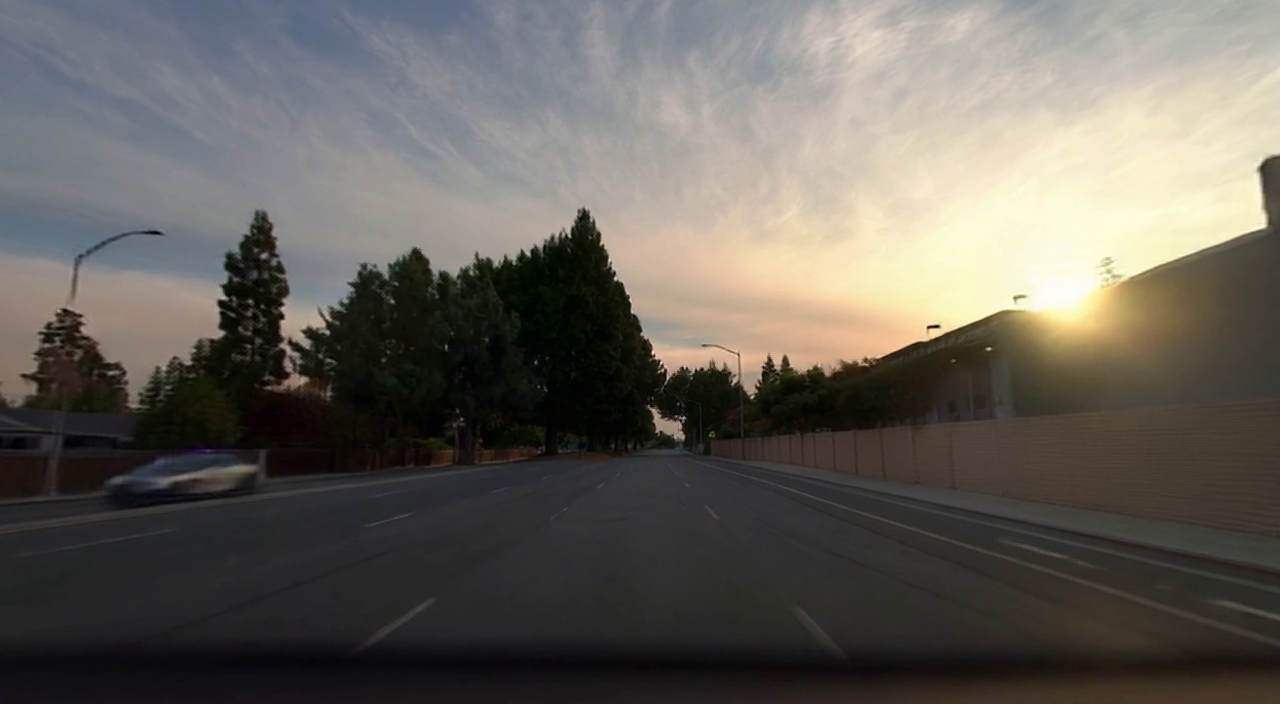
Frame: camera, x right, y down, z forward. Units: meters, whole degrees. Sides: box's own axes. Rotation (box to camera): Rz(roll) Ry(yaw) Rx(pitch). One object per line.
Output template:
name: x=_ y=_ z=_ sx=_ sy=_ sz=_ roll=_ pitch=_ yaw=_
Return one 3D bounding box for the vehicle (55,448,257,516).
vehicle: x=-13.415 y=3.582 z=17.932 sx=2.094 sy=1.638 sz=4.477 roll=-1 pitch=-9 yaw=2
